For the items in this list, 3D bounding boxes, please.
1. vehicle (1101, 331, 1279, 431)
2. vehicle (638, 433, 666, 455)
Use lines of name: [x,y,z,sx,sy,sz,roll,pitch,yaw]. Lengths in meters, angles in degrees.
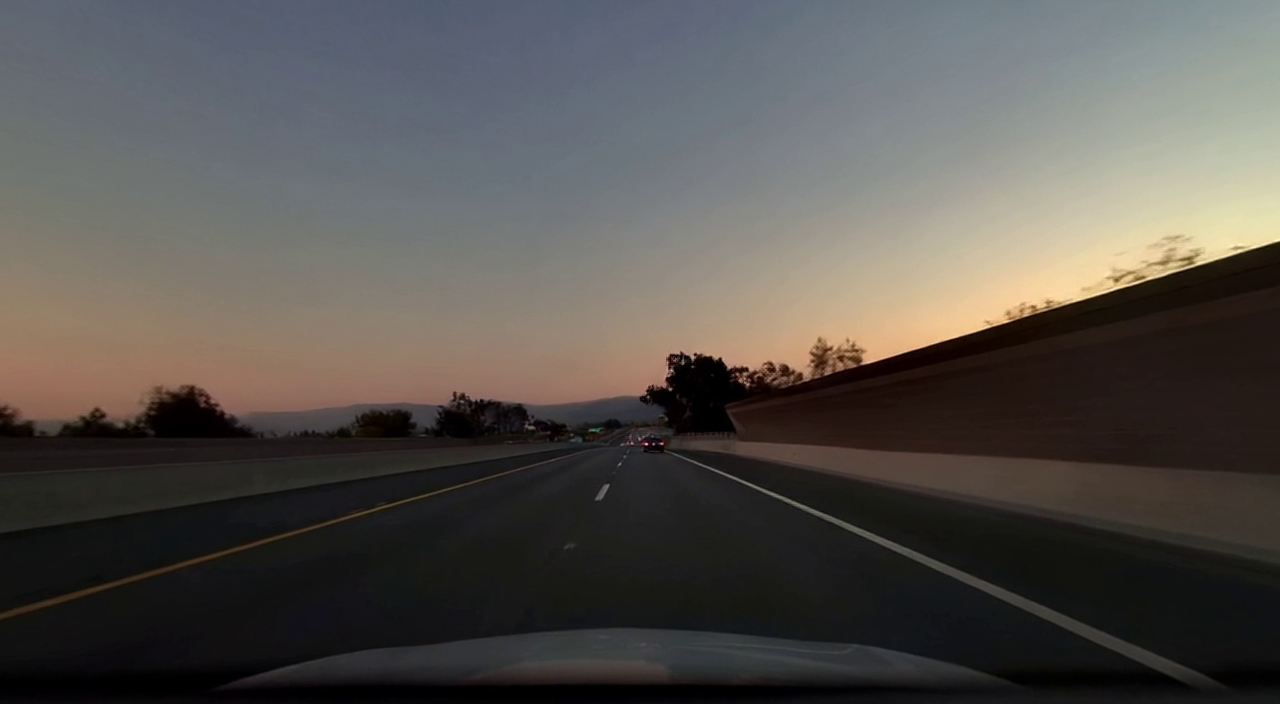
vehicle: [33.318,1.812,35.214,2.910,4.578,16.580,-5,-9,2]
vehicle: [0.926,7.177,49.449,2.069,1.660,4.040,0,-8,-1]
